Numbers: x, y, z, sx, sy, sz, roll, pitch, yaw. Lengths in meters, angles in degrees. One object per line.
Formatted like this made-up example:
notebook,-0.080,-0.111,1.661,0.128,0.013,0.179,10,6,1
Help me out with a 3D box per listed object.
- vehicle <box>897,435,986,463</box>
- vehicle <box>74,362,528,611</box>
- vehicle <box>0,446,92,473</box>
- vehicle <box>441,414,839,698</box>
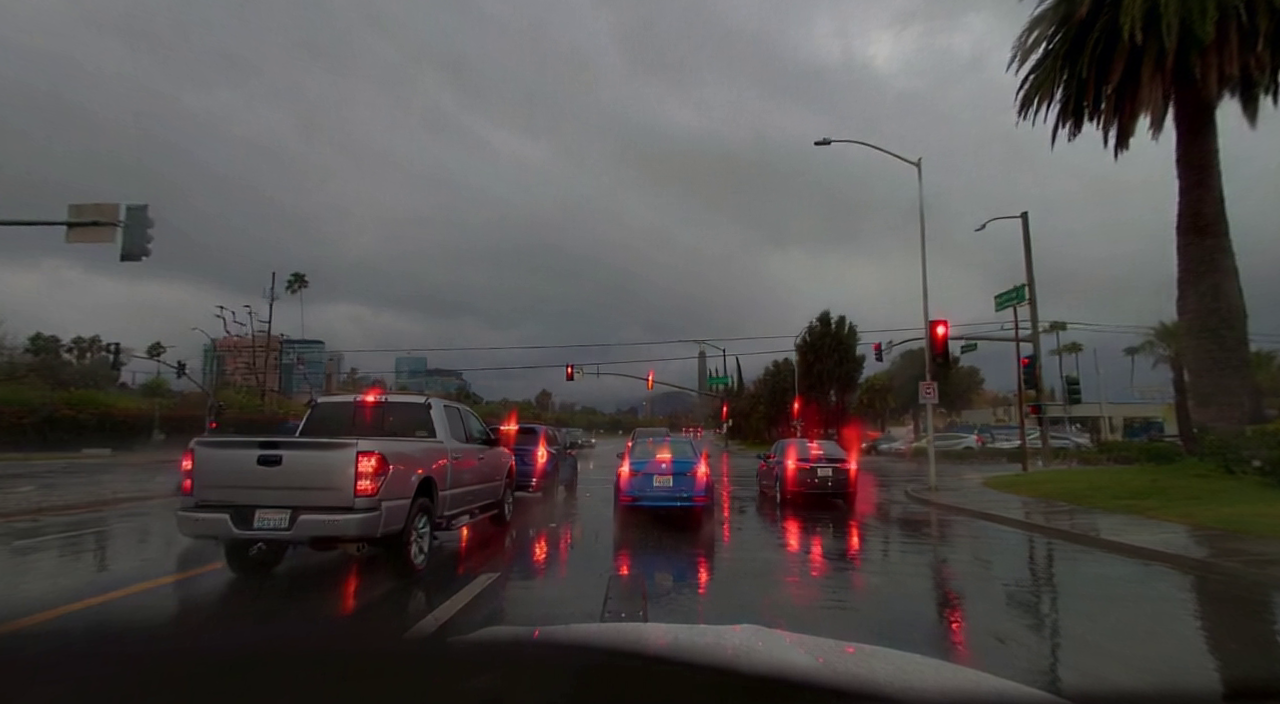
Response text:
vehicle,18.804,6.078,39.292,4.466,1.717,1.963,0,-8,2
vehicle,-3.233,1.480,7.907,2.330,1.969,5.626,-1,-8,3
vehicle,-37.116,6.630,38.857,4.576,1.617,1.937,0,-8,2
vehicle,0.028,1.401,5.506,2.122,1.501,4.152,0,-8,1
